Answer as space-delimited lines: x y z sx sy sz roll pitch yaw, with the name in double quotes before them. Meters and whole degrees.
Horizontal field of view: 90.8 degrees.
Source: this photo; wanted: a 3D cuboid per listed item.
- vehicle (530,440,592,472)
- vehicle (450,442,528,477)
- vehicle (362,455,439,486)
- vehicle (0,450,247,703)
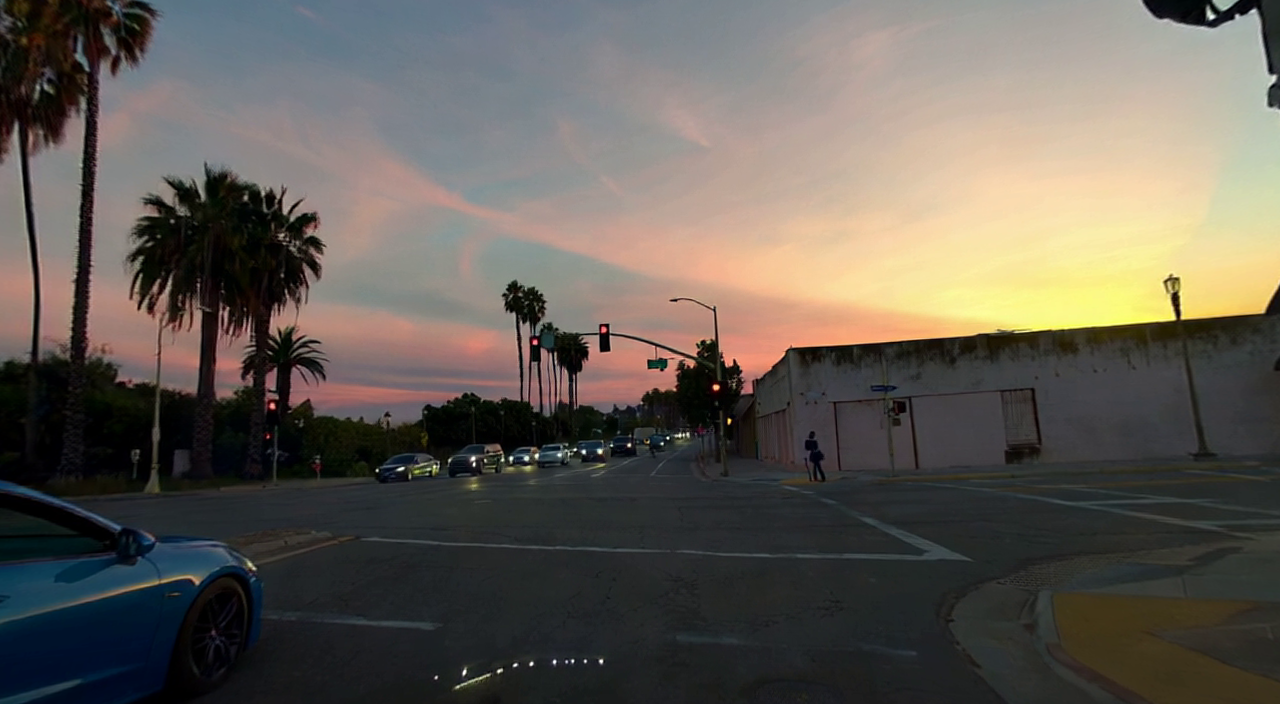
"vehicle" -4.527 6.063 36.903 2.092 1.709 4.775 -2 -9 12
"vehicle" -8.437 6.082 35.942 2.152 1.825 5.406 -2 -9 11
"vehicle" -12.657 6.260 33.723 1.880 1.440 4.418 -3 -9 9
"vehicle" -3.698 1.024 2.248 1.850 1.325 4.295 0 -9 0
